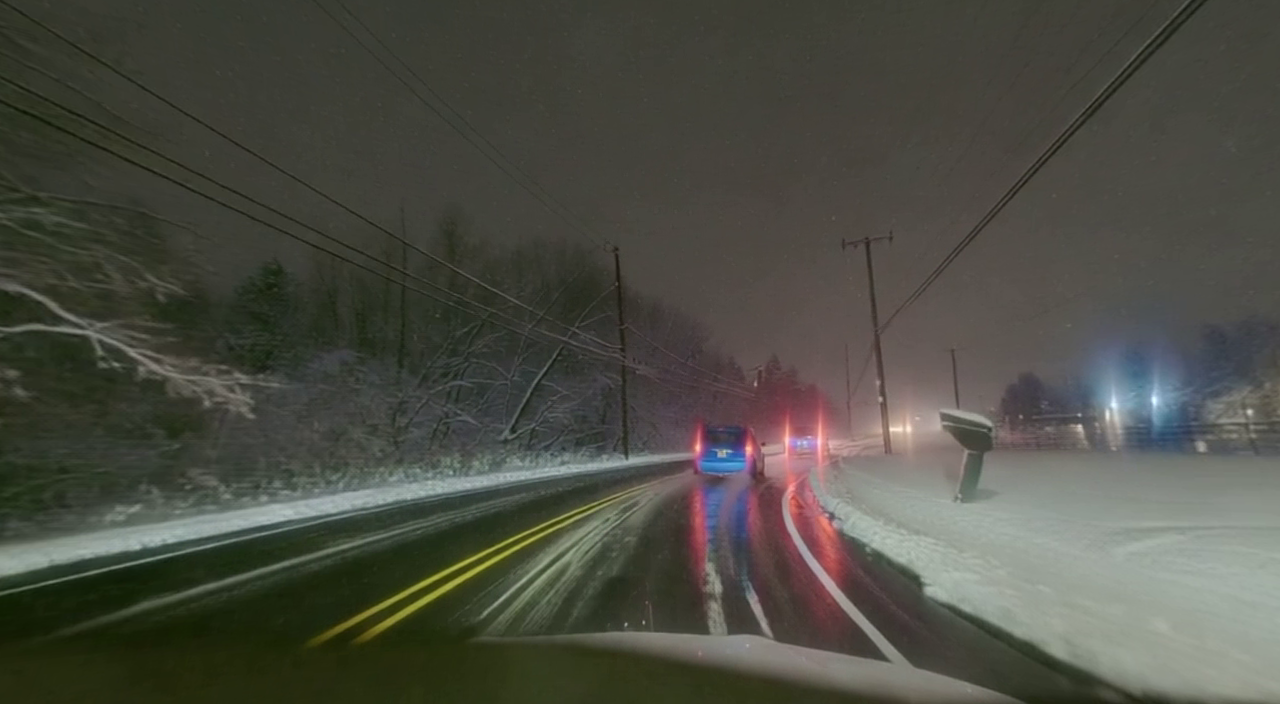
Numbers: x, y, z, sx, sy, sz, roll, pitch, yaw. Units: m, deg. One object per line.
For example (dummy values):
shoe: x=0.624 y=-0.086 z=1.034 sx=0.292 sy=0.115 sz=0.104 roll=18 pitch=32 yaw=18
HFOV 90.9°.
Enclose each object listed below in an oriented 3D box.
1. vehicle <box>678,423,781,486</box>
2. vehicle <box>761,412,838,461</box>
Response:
vehicle: x=2.707 y=2.921 z=18.257 sx=2.157 sy=1.565 sz=4.243 roll=-3 pitch=-9 yaw=19
vehicle: x=8.038 y=4.221 z=31.259 sx=2.376 sy=2.145 sz=5.953 roll=-4 pitch=-9 yaw=27
